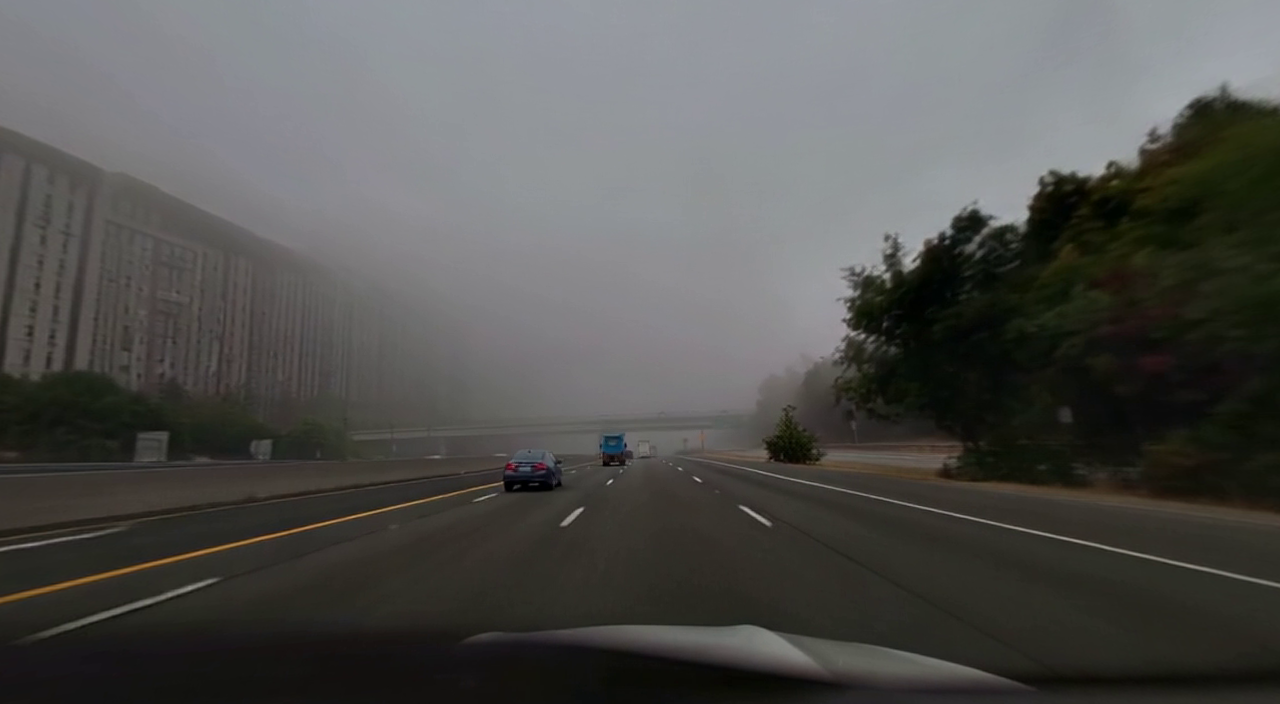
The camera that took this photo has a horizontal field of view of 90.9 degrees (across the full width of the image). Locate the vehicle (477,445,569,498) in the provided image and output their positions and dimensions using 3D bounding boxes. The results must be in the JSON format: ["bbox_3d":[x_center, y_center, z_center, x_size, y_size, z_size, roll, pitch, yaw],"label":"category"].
[{"bbox_3d":[-3.616,3.786,20.338,2.039,1.478,4.483,0,-9,1],"label":"vehicle"}]
